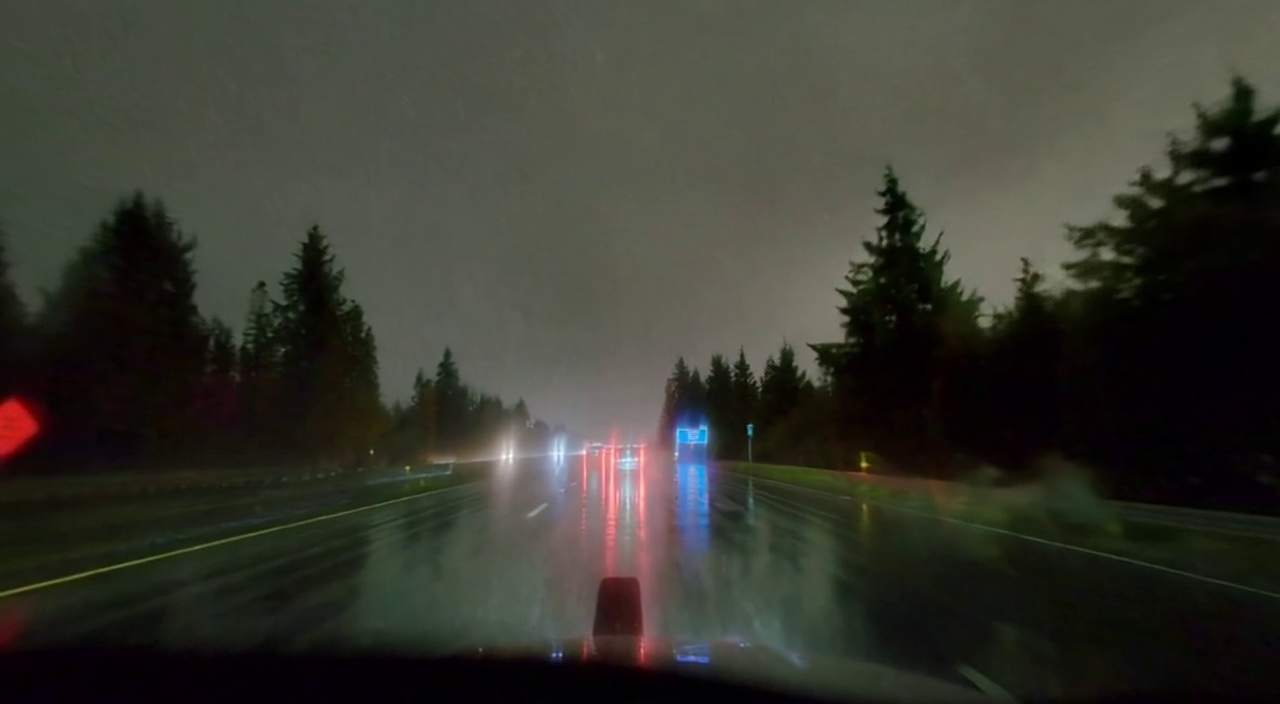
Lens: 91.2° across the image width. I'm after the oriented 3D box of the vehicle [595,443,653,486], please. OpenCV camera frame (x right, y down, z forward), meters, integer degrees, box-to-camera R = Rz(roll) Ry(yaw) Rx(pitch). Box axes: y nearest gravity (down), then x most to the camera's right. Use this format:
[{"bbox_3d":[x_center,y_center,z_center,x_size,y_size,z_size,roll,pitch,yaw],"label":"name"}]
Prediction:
[{"bbox_3d":[-0.579,4.277,24.129,2.066,1.490,3.759,-1,-9,0],"label":"vehicle"}]
